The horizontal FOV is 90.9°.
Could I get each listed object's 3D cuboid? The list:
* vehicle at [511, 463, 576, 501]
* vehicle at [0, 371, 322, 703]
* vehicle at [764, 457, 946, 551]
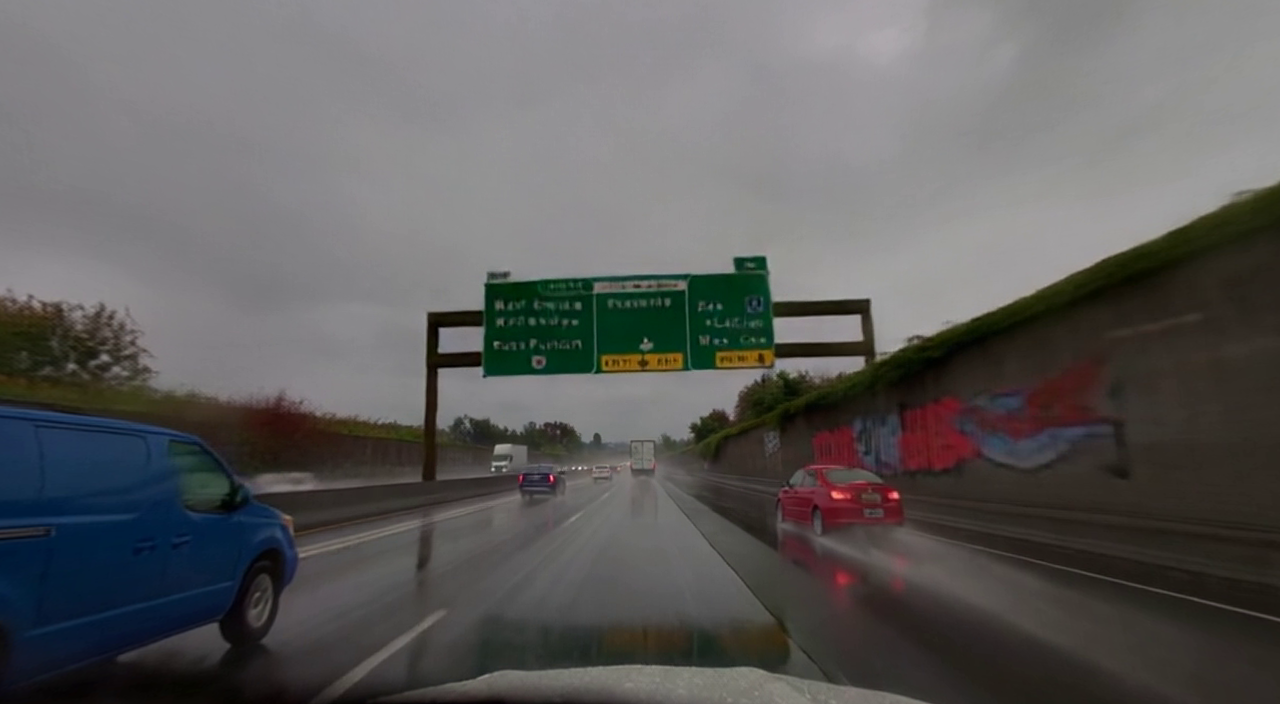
[{"bbox_3d":[-4.005,5.484,26.863,2.054,1.443,4.131,0,-10,0],"label":"vehicle"},{"bbox_3d":[-3.414,0.889,2.410,2.004,1.610,4.508,1,-10,0],"label":"vehicle"},{"bbox_3d":[3.834,2.809,12.151,1.917,1.458,4.199,1,-10,-2],"label":"vehicle"}]
